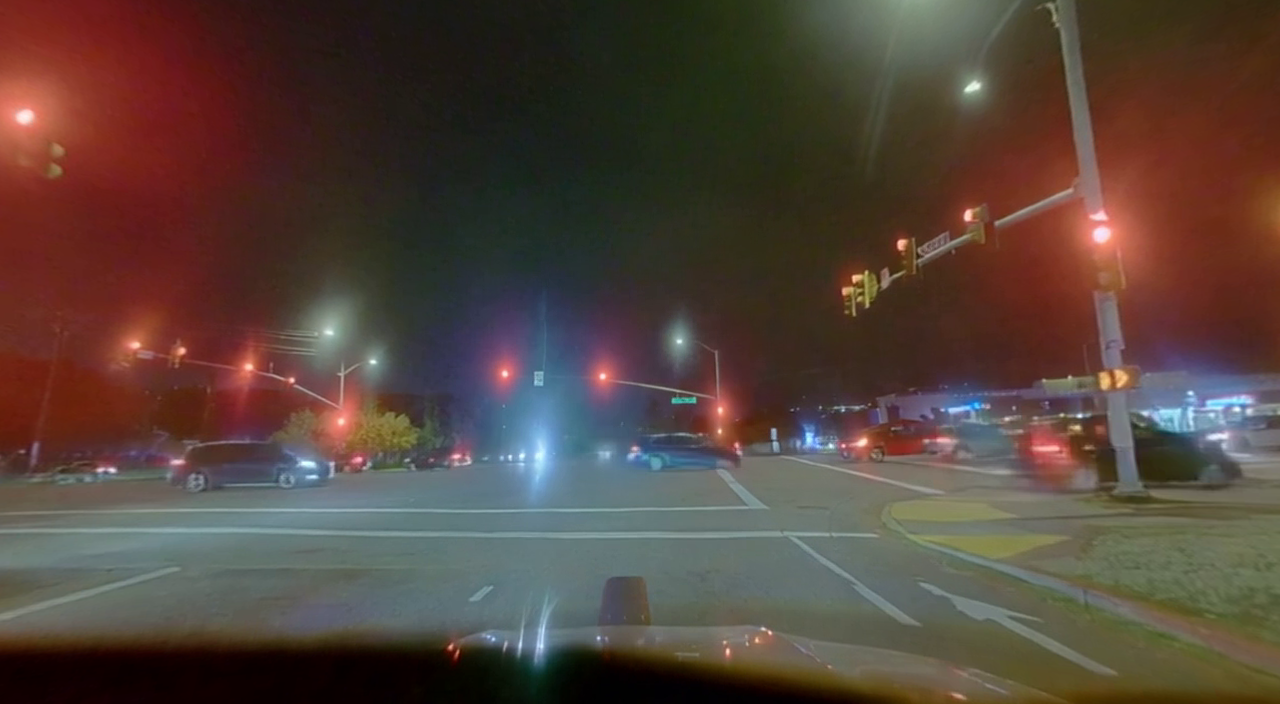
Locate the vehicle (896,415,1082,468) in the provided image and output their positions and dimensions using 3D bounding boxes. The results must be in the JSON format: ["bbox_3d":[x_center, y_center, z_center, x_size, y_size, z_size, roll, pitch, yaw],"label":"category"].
[{"bbox_3d":[10.529,2.757,19.339,4.494,1.491,1.906,-1,-9,6],"label":"vehicle"}]

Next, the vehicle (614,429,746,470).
[{"bbox_3d":[1.525,3.709,23.979,4.793,1.473,1.878,-1,-9,6],"label":"vehicle"}]

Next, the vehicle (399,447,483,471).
[{"bbox_3d":[-12.774,6.879,40.622,4.785,1.472,1.799,-1,-9,5],"label":"vehicle"}]

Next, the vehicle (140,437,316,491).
[{"bbox_3d":[-14.155,3.870,21.868,4.673,1.740,2.150,-1,-9,5],"label":"vehicle"}]

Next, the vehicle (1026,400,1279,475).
[{"bbox_3d":[12.529,2.098,15.335,4.865,1.663,1.962,-1,-9,6],"label":"vehicle"}]

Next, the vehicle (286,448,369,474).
[{"bbox_3d":[-22.370,7.802,45.206,4.939,1.770,2.001,-1,-9,5],"label":"vehicle"}]
